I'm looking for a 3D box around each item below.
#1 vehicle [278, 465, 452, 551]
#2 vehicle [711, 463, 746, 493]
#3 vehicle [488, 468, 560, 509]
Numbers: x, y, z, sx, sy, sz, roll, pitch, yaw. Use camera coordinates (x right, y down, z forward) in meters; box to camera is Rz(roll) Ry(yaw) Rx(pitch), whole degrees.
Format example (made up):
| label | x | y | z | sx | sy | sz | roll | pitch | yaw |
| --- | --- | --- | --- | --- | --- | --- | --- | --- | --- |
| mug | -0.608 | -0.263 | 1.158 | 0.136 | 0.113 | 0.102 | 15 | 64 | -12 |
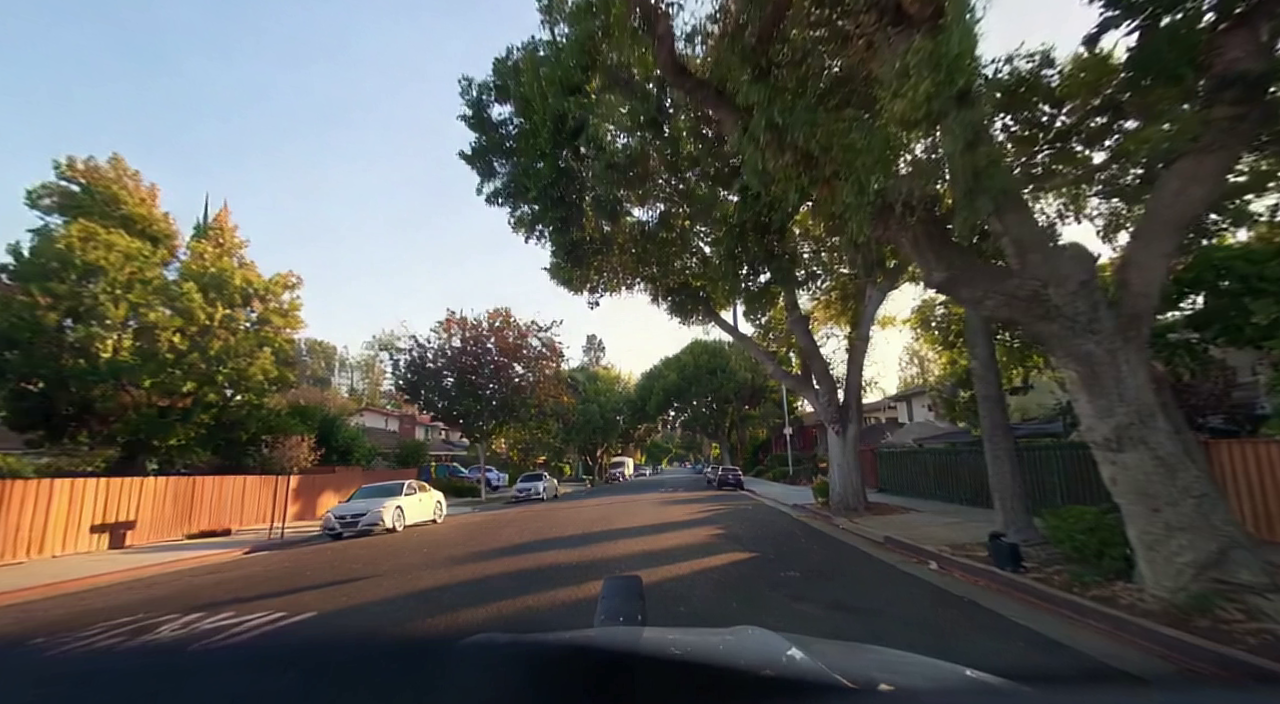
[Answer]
| label | x | y | z | sx | sy | sz | roll | pitch | yaw |
| --- | --- | --- | --- | --- | --- | --- | --- | --- | --- |
| vehicle | -6.591 | 3.750 | 15.820 | 2.061 | 1.466 | 4.660 | -4 | -8 | 4 |
| vehicle | 5.095 | 7.269 | 36.668 | 1.903 | 1.500 | 4.057 | -1 | -9 | 7 |
| vehicle | -5.440 | 6.461 | 30.269 | 2.062 | 1.500 | 4.629 | -4 | -8 | 6 |
